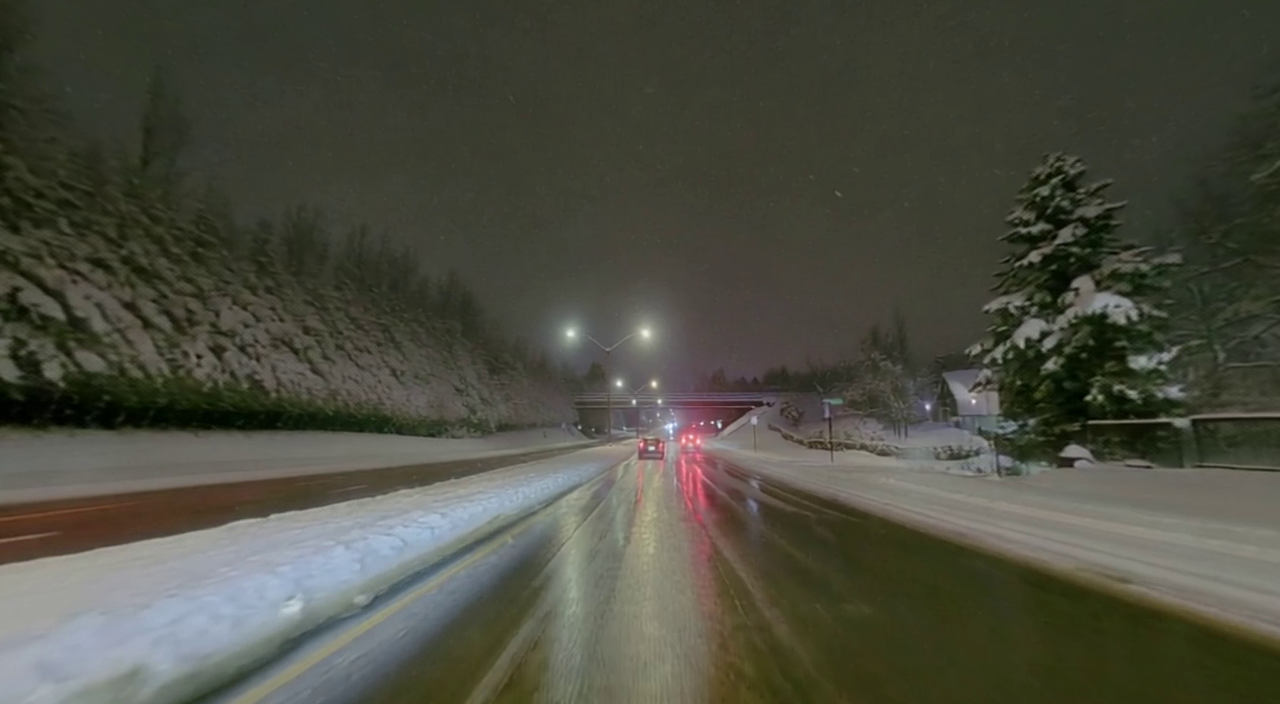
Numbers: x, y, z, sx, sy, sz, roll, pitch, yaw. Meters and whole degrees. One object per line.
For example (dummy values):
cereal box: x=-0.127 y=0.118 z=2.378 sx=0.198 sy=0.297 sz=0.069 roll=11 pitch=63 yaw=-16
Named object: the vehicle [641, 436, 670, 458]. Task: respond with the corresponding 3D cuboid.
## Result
vehicle: x=1.107 y=6.960 z=46.133 sx=2.039 sy=1.462 sz=4.203 roll=0 pitch=-9 yaw=1
